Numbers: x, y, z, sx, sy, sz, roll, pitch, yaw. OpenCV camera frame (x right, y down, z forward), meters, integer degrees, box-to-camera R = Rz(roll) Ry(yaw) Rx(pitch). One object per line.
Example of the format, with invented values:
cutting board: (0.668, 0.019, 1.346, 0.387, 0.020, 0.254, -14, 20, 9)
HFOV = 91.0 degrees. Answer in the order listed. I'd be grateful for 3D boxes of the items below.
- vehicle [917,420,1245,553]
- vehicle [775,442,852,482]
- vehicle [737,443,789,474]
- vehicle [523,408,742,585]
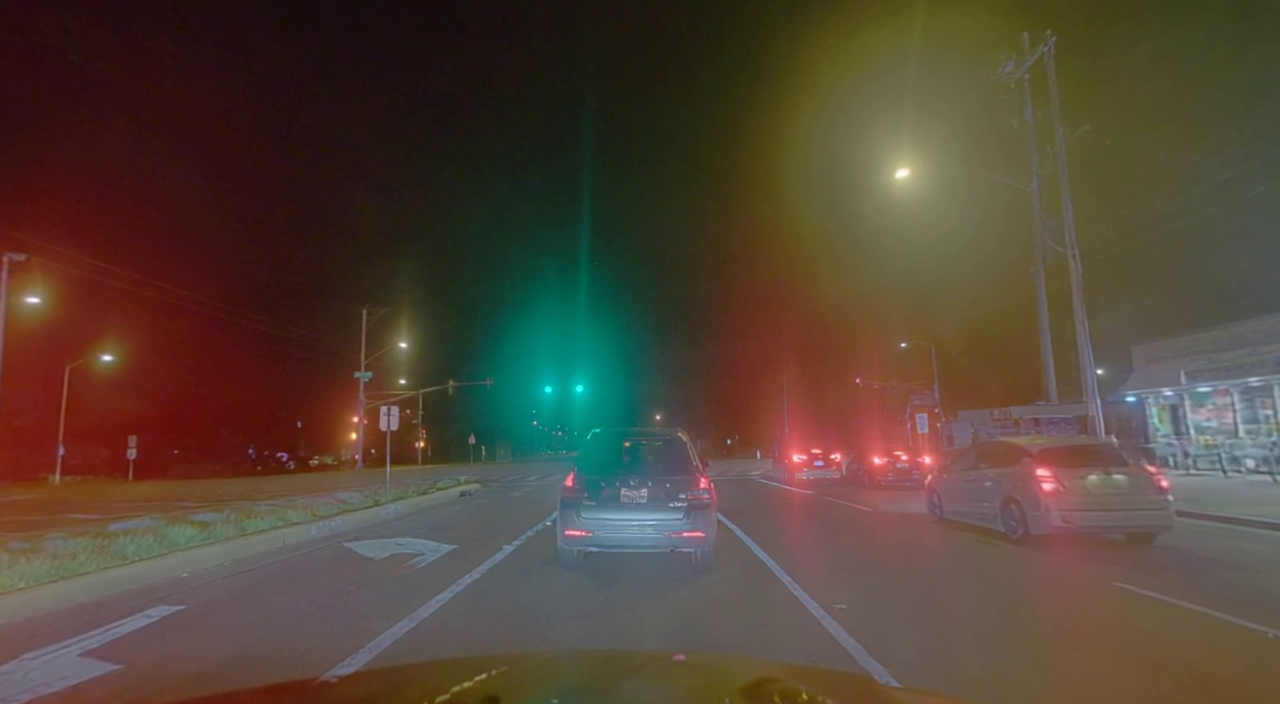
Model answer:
vehicle: (6.580, 2.043, 10.286, 2.072, 1.652, 4.611, 0, -9, 1)
vehicle: (6.859, 4.393, 25.347, 1.833, 1.452, 4.237, 0, -9, 0)
vehicle: (6.265, 5.456, 32.632, 1.961, 1.477, 4.454, 0, -9, 2)
vehicle: (-0.058, 1.693, 8.114, 2.115, 1.700, 3.901, 0, -9, 1)
